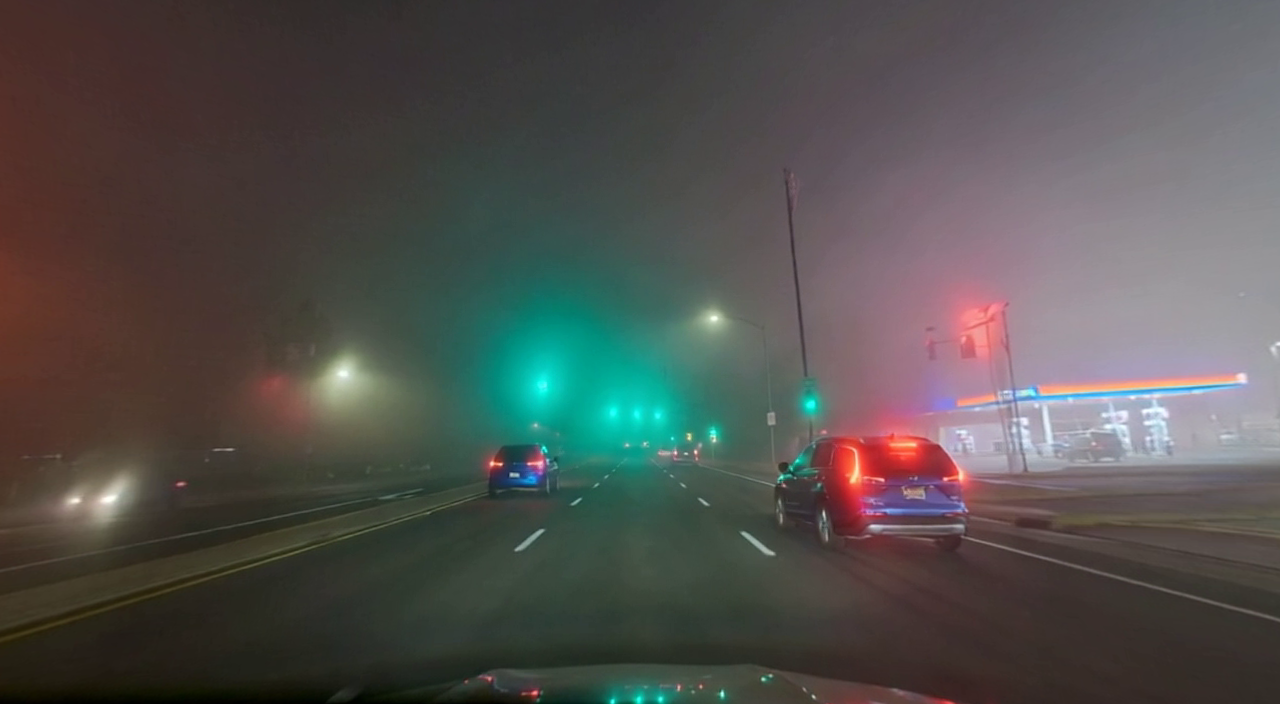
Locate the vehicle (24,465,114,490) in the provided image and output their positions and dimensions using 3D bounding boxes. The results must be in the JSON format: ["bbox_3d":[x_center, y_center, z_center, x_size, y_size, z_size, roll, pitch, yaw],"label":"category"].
[{"bbox_3d":[-39.578,8.699,43.992,1.814,1.452,4.845,0,-9,-1],"label":"vehicle"}]

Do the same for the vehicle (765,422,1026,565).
[{"bbox_3d":[3.464,2.011,9.748,2.085,1.655,4.459,0,-9,-1],"label":"vehicle"}]

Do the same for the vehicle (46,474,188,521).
[{"bbox_3d":[-20.796,5.765,25.430,1.849,1.497,4.444,0,-9,1],"label":"vehicle"}]

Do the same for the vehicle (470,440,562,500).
[{"bbox_3d":[-3.643,3.536,19.310,1.935,1.617,4.045,0,-9,1],"label":"vehicle"}]

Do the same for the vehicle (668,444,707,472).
[{"bbox_3d":[2.998,6.804,40.865,2.066,1.699,4.419,0,-9,-2],"label":"vehicle"}]
